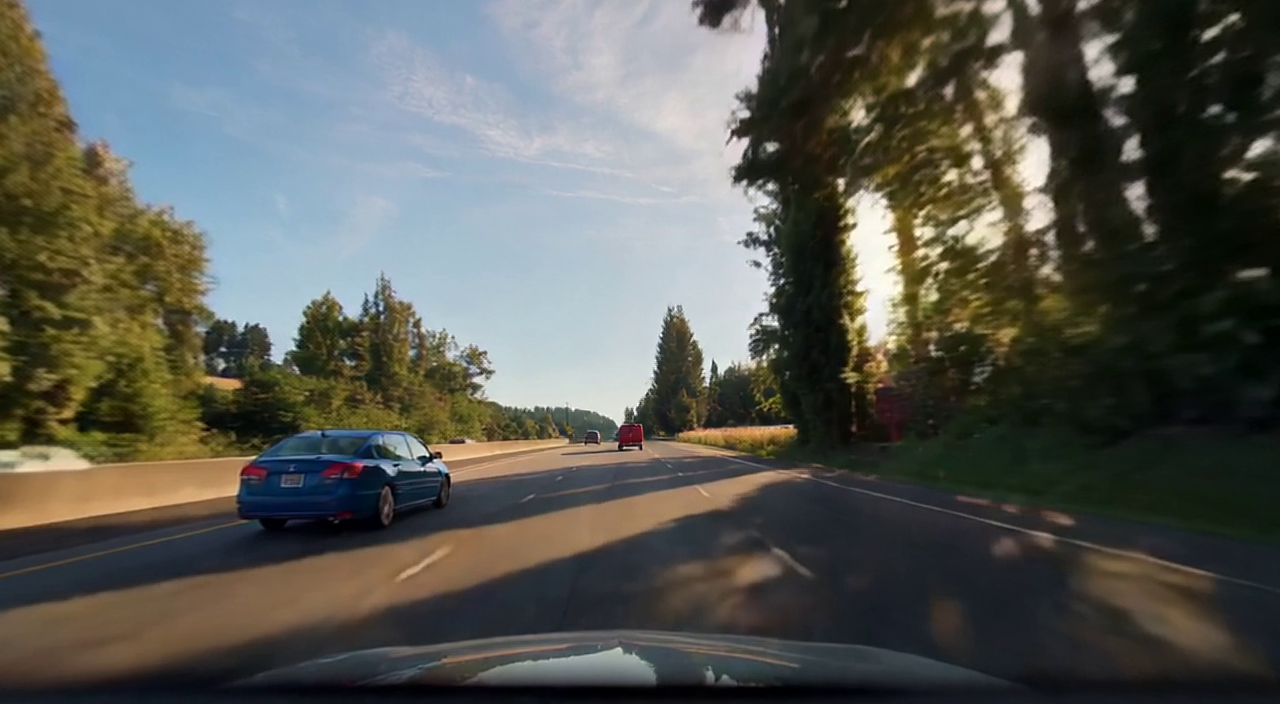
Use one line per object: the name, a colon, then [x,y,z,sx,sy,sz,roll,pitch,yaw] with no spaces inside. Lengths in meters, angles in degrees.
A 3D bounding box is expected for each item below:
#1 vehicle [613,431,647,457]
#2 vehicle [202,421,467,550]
vehicle: [-0.677,6.184,42.497,2.162,1.616,4.242,0,-8,0]
vehicle: [-4.134,1.833,9.441,1.931,1.483,4.105,0,-8,-1]
